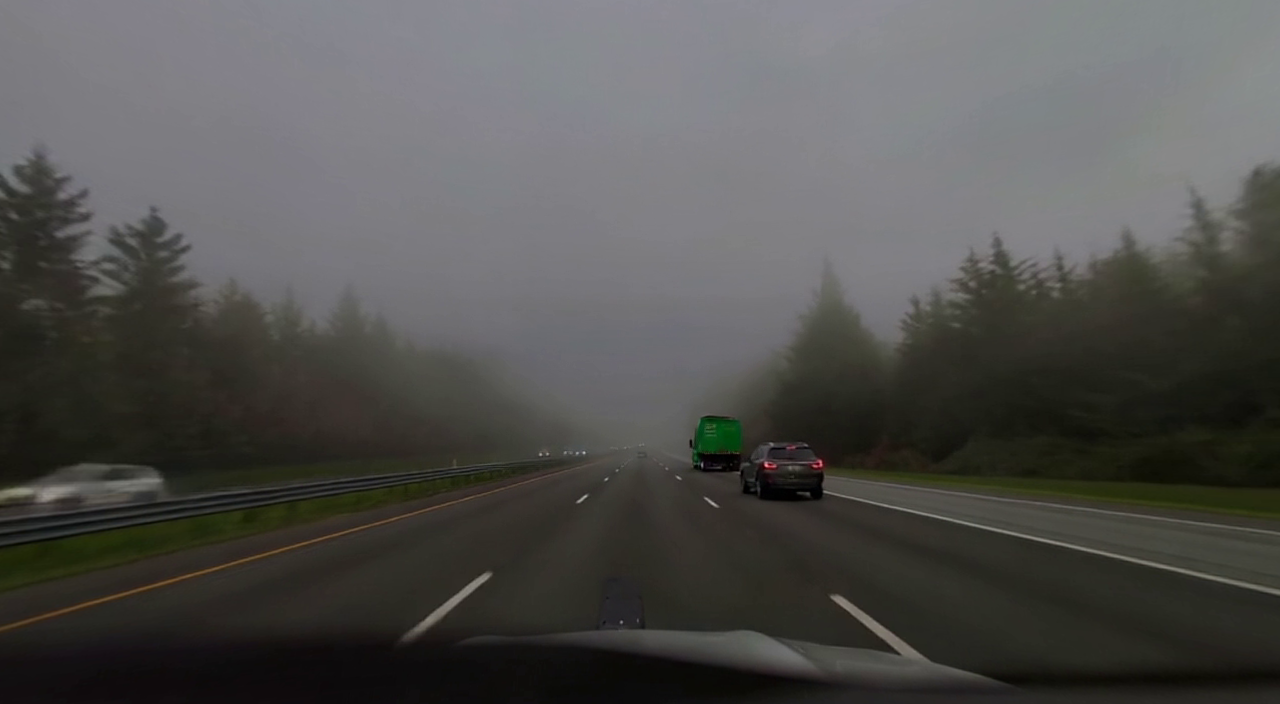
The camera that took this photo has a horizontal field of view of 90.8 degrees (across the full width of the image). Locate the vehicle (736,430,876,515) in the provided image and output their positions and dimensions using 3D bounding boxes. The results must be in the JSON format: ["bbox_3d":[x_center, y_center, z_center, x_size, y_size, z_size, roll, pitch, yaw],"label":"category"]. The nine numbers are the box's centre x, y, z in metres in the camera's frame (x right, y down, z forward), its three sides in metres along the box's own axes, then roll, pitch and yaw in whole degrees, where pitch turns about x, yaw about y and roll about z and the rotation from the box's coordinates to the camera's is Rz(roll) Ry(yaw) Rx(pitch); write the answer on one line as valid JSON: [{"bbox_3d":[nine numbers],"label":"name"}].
[{"bbox_3d":[3.497,2.628,14.159,2.019,1.601,3.953,0,-9,0],"label":"vehicle"}]

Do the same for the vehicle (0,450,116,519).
[{"bbox_3d":[-15.075,3.032,14.616,1.844,1.502,4.706,0,-9,-1],"label":"vehicle"}]

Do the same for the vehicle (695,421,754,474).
[{"bbox_3d":[4.351,5.071,33.477,2.300,2.564,5.643,0,-9,-1],"label":"vehicle"}]
